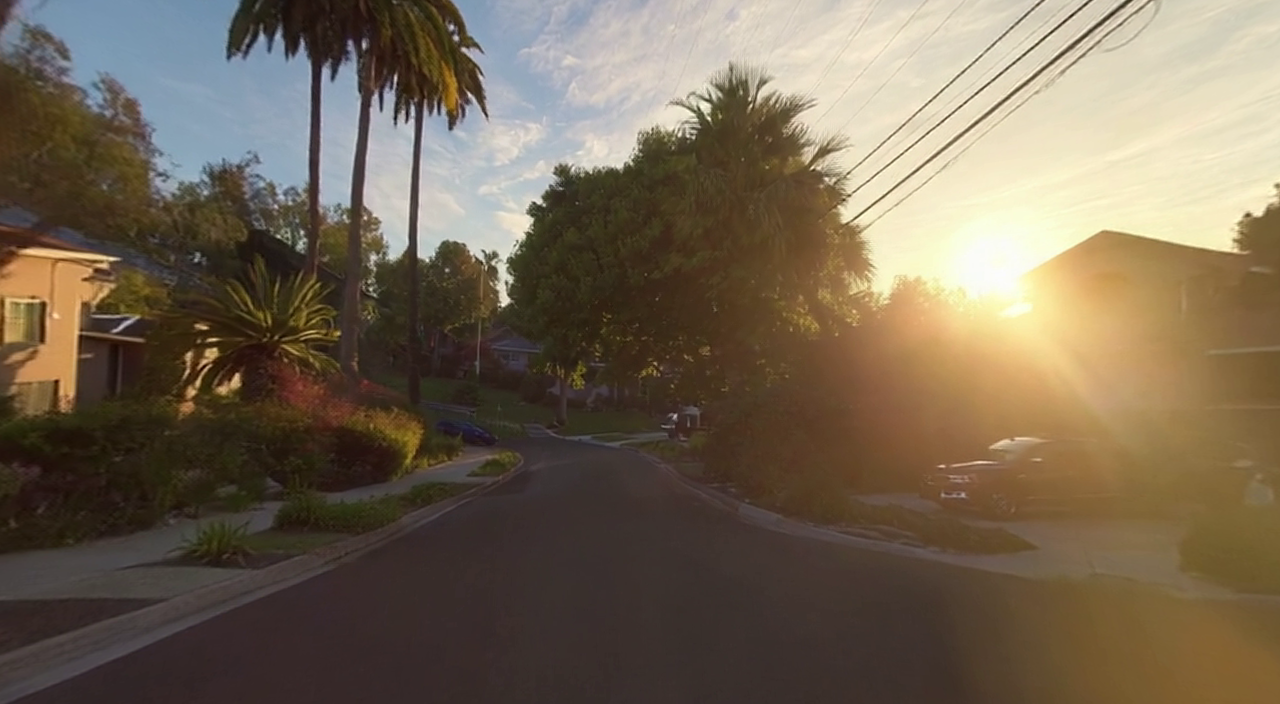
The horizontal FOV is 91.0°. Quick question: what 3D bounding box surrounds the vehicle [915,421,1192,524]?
[{"bbox_3d":[9.137,2.668,13.938,5.663,1.913,2.170,5,-11,-22],"label":"vehicle"}]
